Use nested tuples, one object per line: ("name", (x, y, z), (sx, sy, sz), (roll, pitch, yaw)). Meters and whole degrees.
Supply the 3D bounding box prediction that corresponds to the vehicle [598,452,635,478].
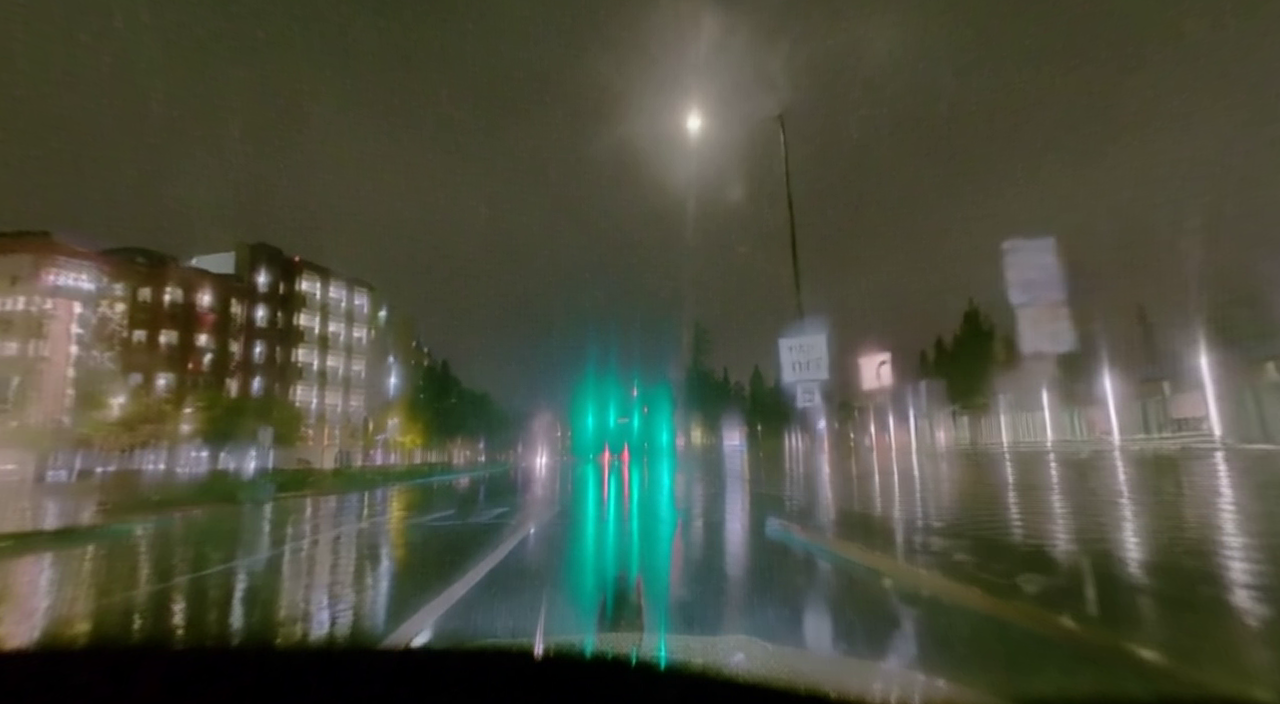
("vehicle", (-1.408, 6.918, 38.811), (2.131, 1.474, 4.146), (0, -9, -2))
